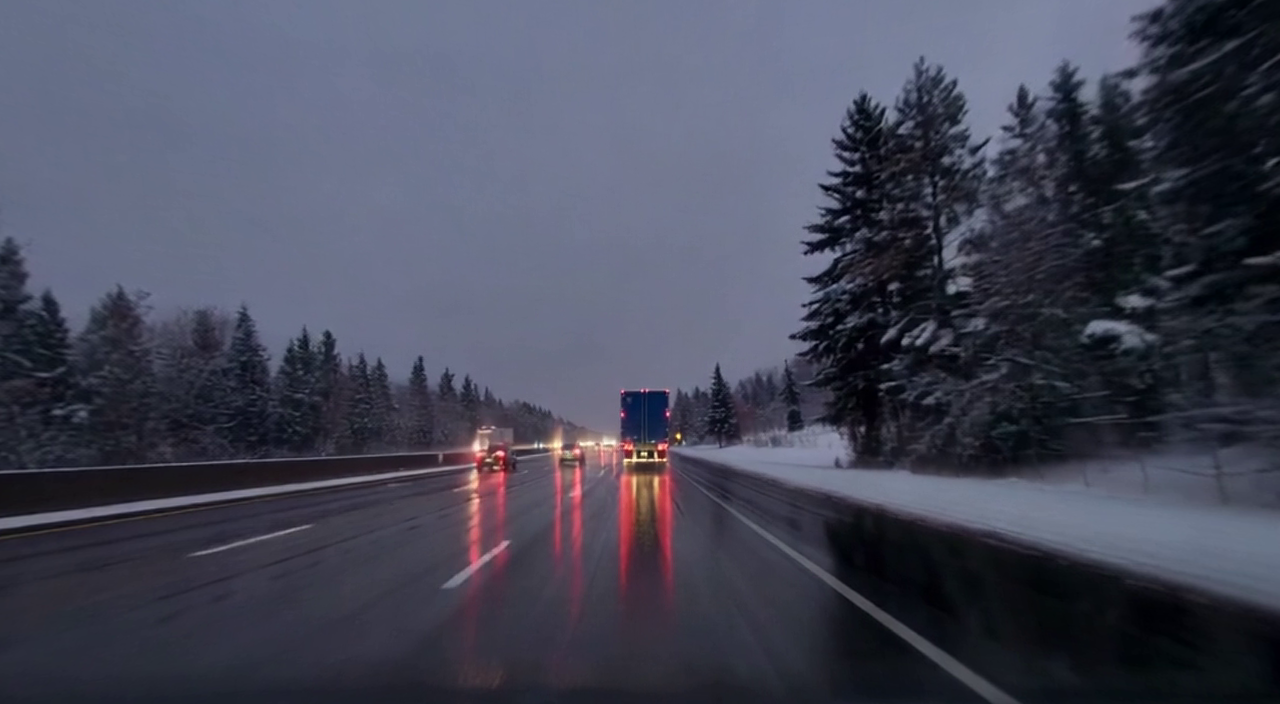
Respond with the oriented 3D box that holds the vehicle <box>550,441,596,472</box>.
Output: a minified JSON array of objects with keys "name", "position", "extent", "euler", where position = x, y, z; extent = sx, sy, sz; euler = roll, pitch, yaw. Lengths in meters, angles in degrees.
[{"name":"vehicle","position":[-3.568,5.658,34.154],"extent":[2.006,1.572,4.082],"euler":[0,-9,0]}]

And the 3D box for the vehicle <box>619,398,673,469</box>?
[{"name":"vehicle","position":[0.355,5.543,41.667],"extent":[3.123,4.094,10.812],"euler":[0,-9,0]}]

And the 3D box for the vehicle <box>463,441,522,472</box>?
[{"name":"vehicle","position":[-7.712,5.525,33.185],"extent":[1.968,1.507,4.673],"euler":[0,-9,1]}]
